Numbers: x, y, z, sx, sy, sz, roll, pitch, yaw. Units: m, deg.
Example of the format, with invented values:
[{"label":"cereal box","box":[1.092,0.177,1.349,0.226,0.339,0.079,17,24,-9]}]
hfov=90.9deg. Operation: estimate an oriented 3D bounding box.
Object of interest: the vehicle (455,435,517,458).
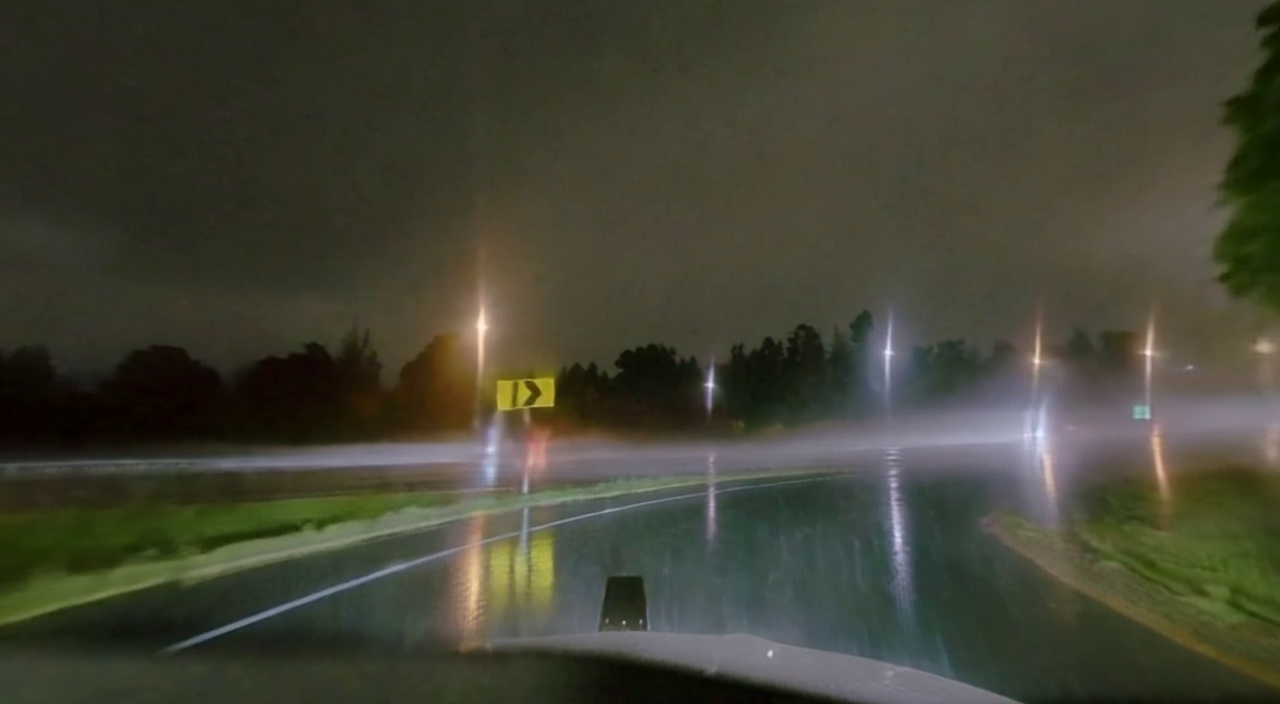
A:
[{"label":"vehicle","box":[-10.181,6.218,41.691,3.706,1.442,1.743,3,-9,-23]}]
